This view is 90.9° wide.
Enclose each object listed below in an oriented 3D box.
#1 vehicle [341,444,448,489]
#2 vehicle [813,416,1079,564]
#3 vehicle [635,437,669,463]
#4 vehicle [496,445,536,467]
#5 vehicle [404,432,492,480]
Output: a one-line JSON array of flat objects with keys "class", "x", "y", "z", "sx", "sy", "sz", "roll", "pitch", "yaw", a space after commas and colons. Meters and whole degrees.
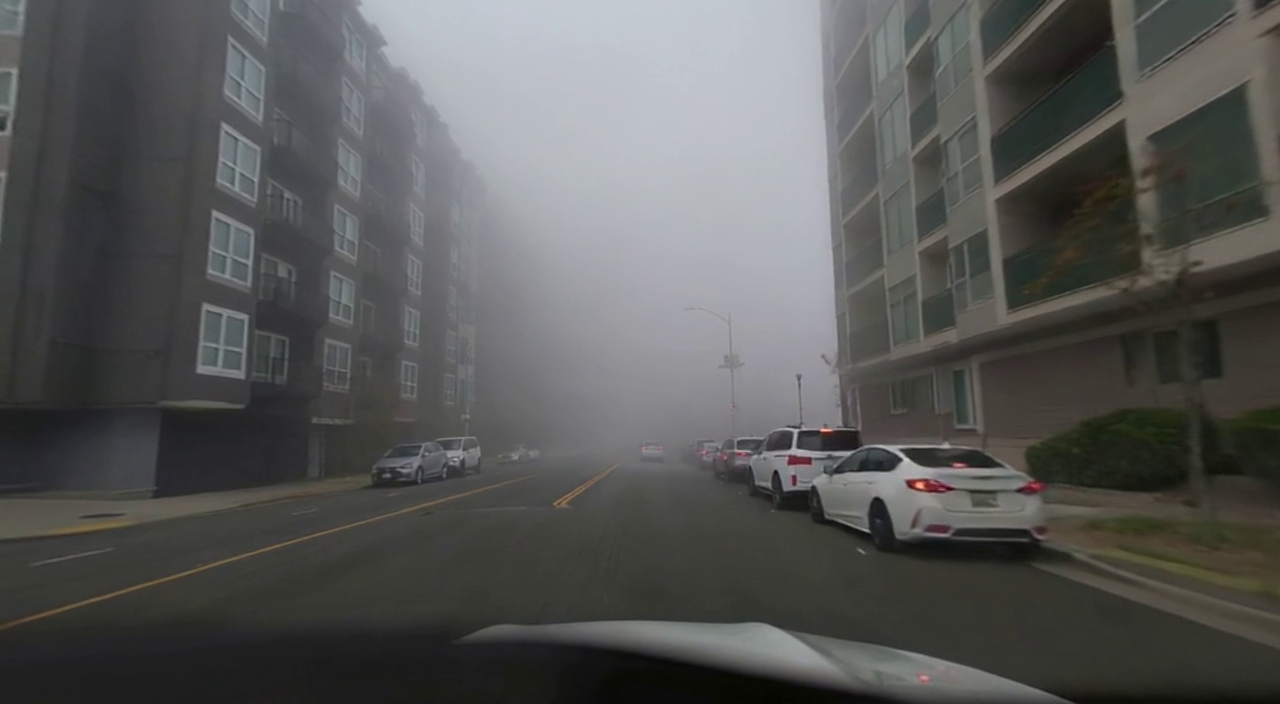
[{"class": "vehicle", "x": -9.228, "y": 4.311, "z": 24.187, "sx": 2.089, "sy": 1.549, "sz": 4.597, "roll": -1, "pitch": -8, "yaw": 2}, {"class": "vehicle", "x": 3.821, "y": 1.754, "z": 8.570, "sx": 1.946, "sy": 1.607, "sz": 3.082, "roll": 0, "pitch": -8, "yaw": -2}, {"class": "vehicle", "x": 0.815, "y": 6.935, "z": 44.521, "sx": 2.261, "sy": 1.740, "sz": 4.065, "roll": 0, "pitch": -8, "yaw": 0}, {"class": "vehicle", "x": -8.856, "y": 7.436, "z": 45.351, "sx": 2.021, "sy": 1.474, "sz": 4.337, "roll": 0, "pitch": -8, "yaw": -1}, {"class": "vehicle", "x": -8.971, "y": 4.918, "z": 30.127, "sx": 2.457, "sy": 2.048, "sz": 5.461, "roll": 0, "pitch": -8, "yaw": 0}]
